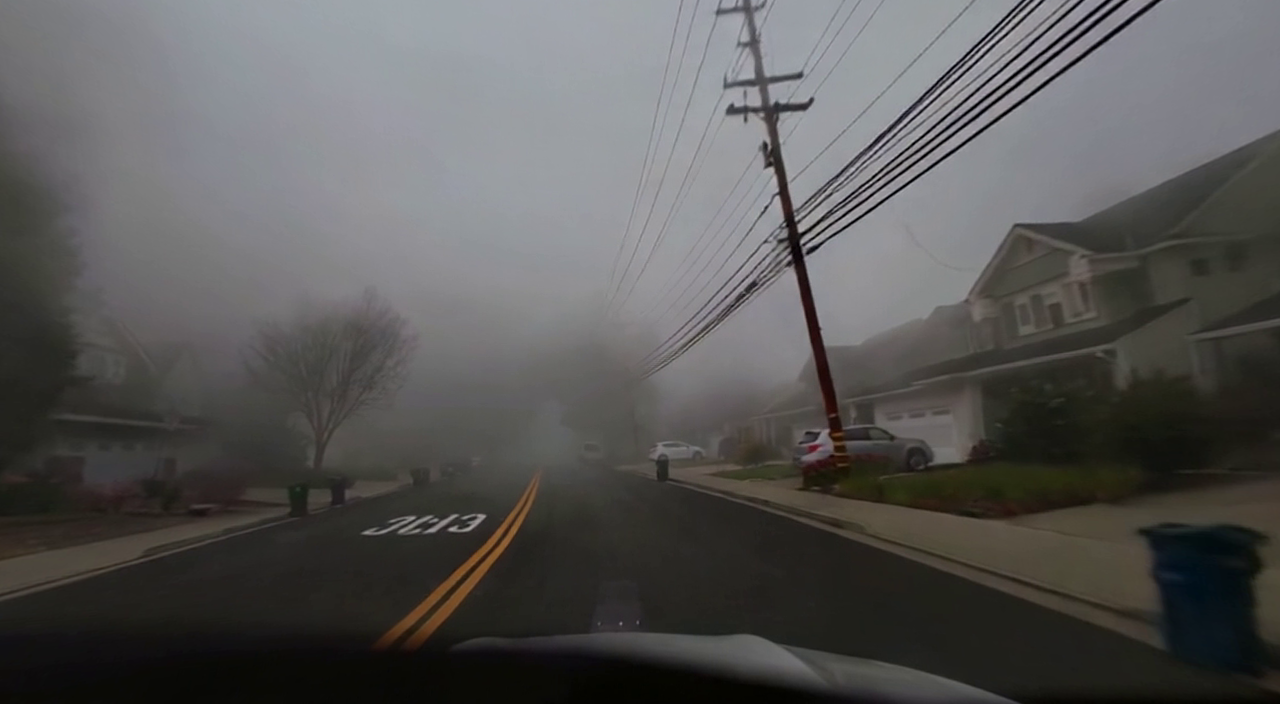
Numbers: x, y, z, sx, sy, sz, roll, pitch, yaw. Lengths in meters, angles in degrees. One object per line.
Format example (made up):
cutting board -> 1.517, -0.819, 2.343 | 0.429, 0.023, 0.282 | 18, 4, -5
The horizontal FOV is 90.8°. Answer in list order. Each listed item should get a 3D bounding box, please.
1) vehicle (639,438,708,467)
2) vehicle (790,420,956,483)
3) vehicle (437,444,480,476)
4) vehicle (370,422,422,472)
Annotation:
vehicle -> 2.401, 7.316, 46.049 | 4.489, 1.812, 2.056 | 0, -13, -13
vehicle -> 7.158, 3.077, 19.689 | 4.337, 1.768, 1.962 | 0, -8, -7
vehicle -> -11.524, 6.956, 40.336 | 2.046, 1.777, 4.473 | -2, -11, -8
vehicle -> -17.383, 6.857, 45.486 | 2.781, 3.221, 7.995 | 1, -9, -17
